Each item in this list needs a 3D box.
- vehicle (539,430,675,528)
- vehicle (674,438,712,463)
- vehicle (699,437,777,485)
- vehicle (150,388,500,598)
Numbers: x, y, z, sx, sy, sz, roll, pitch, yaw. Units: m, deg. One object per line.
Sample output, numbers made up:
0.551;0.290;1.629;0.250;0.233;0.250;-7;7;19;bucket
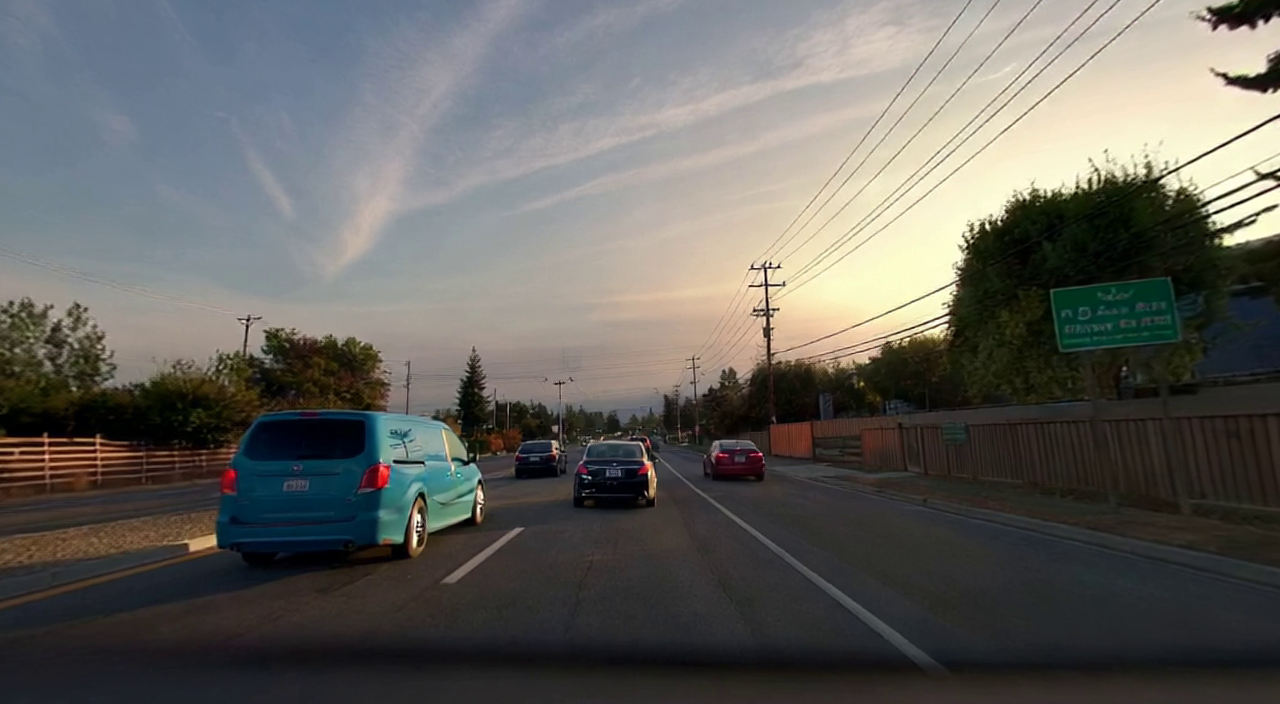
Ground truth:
-0.559;2.262;11.767;2.097;1.511;3.809;0;-9;-1;vehicle
3.230;6.152;39.514;1.841;1.456;4.237;0;-9;-2;vehicle
3.273;3.750;22.008;1.878;1.479;4.461;0;-9;-1;vehicle
-3.309;1.595;8.030;2.092;1.839;4.736;0;-9;-2;vehicle
